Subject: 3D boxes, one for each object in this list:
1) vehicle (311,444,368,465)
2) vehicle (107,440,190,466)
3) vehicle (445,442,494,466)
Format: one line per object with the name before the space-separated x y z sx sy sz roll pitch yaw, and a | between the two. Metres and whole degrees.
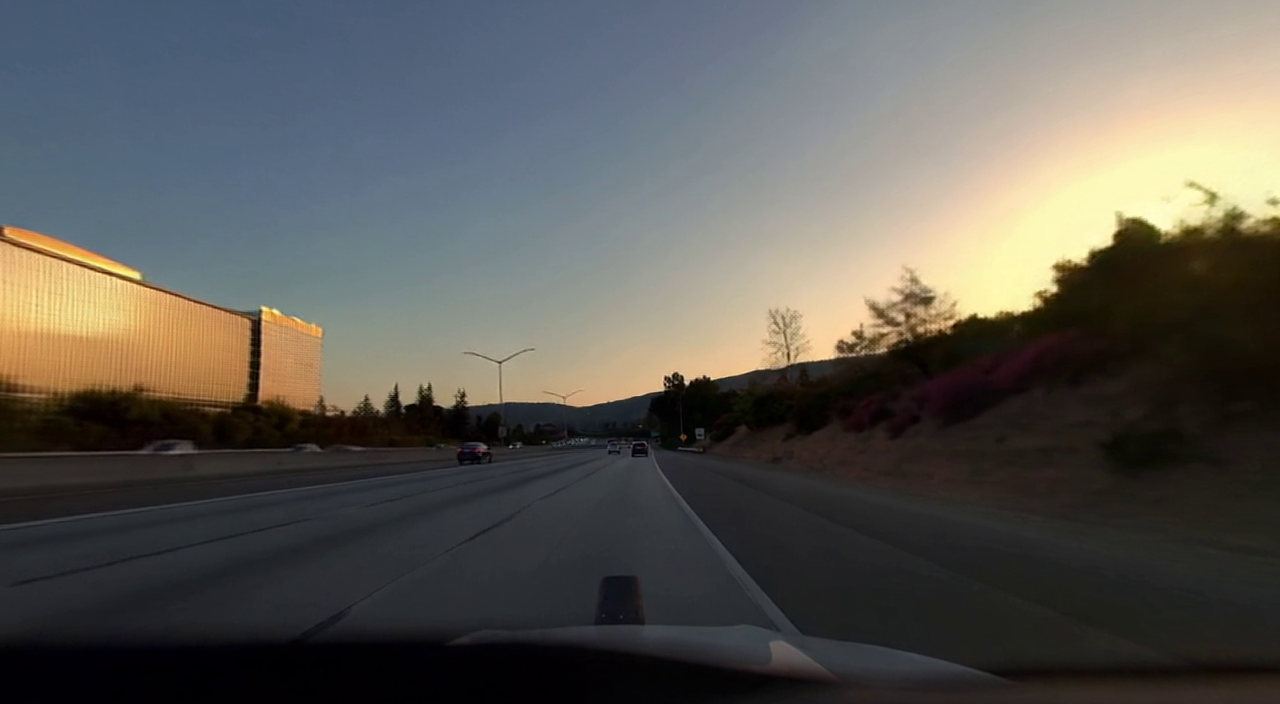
vehicle | -22.306 7.629 47.128 1.859 1.473 4.684 0 -8 2
vehicle | -34.544 7.079 44.569 1.985 1.700 4.619 -1 -8 2
vehicle | -11.011 6.632 41.120 1.914 1.440 4.467 0 -8 1
